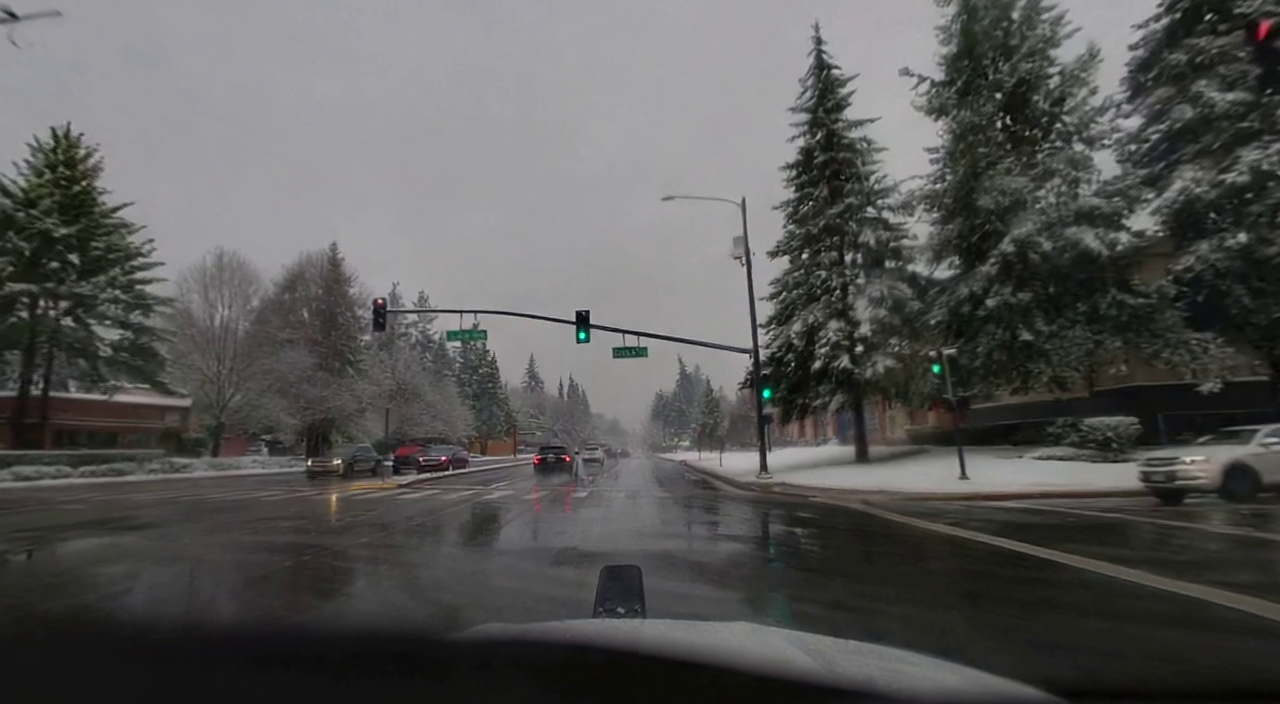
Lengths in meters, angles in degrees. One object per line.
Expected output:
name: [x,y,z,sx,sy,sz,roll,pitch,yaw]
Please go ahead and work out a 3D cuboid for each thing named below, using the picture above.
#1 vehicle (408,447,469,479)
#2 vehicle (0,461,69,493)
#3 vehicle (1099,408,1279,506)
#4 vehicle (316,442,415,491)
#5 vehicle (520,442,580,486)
vehicle: [-11.757,6.472,37.190,2.040,1.707,4.522,-1,-9,1]
vehicle: [-36.372,7.197,36.503,4.694,1.716,2.024,0,-9,-1]
vehicle: [11.914,1.972,11.878,4.856,1.655,2.076,0,-10,0]
vehicle: [-11.919,4.977,27.903,2.105,1.759,5.403,-4,-9,-1]
vehicle: [-3.803,4.783,27.341,1.959,1.741,4.141,0,-8,1]
